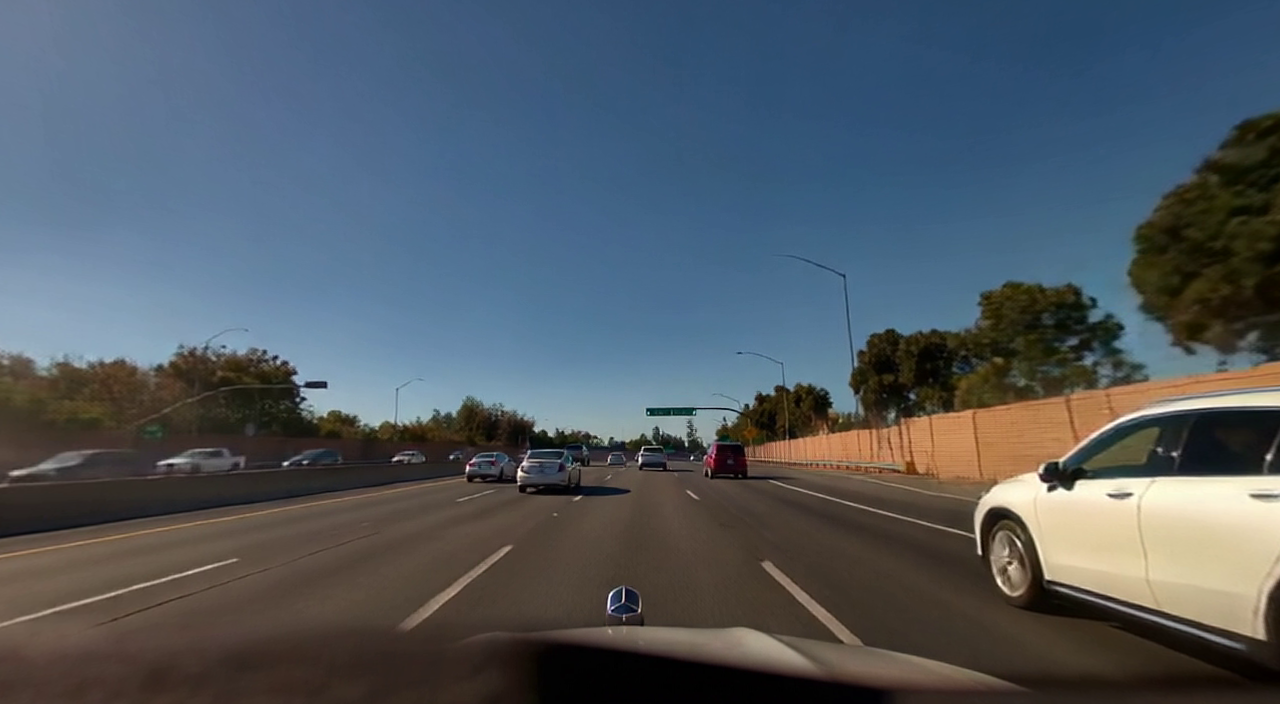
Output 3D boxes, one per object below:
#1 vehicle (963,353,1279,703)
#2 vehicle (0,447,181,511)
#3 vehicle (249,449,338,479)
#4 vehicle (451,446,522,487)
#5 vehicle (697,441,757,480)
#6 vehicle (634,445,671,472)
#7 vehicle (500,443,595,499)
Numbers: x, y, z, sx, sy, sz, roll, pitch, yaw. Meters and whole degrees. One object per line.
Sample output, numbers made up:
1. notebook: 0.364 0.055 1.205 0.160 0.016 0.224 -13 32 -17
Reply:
1. vehicle: 3.755 0.909 2.966 2.029 1.716 4.545 0 -8 0
2. vehicle: -14.972 3.286 16.954 1.854 1.449 4.476 0 -8 1
3. vehicle: -18.503 5.972 34.023 1.977 1.492 4.744 -1 -8 2
4. vehicle: -6.050 4.508 25.277 1.835 1.504 3.612 0 -8 1
5. vehicle: 4.105 5.177 30.451 2.320 1.735 4.408 0 -8 1
6. vehicle: 0.937 7.355 43.777 2.408 1.748 4.217 -1 -8 3
7. vehicle: -2.701 3.613 19.735 2.130 1.514 4.766 0 -8 2
